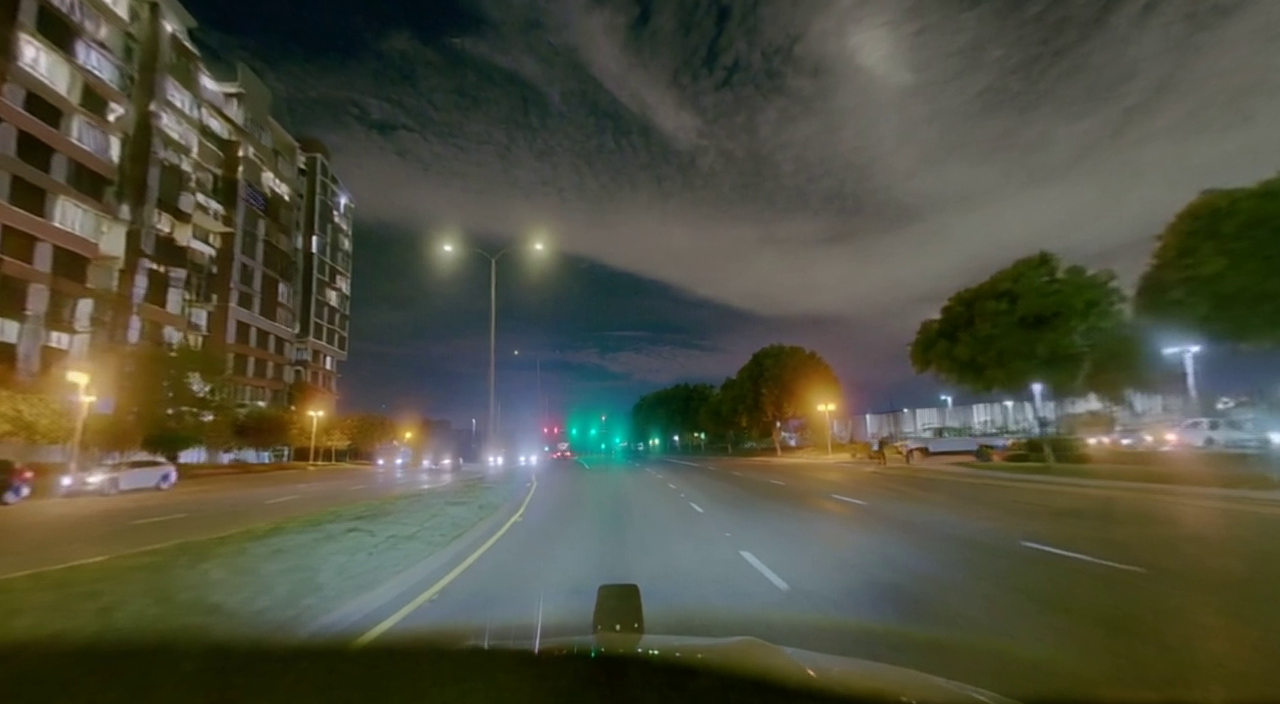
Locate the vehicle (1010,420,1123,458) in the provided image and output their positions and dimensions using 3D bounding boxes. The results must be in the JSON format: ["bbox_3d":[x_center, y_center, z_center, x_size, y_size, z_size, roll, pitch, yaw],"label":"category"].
[{"bbox_3d":[21.641,4.474,32.317,4.218,1.780,2.331,-1,-10,18],"label":"vehicle"}]

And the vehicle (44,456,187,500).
[{"bbox_3d":[-21.348,5.114,26.033,2.155,1.542,4.584,0,-9,-4],"label":"vehicle"}]

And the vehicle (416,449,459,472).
[{"bbox_3d":[-14.637,7.850,45.904,2.150,1.534,4.569,1,-9,-7],"label":"vehicle"}]

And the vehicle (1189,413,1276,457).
[{"bbox_3d":[23.820,3.387,25.471,2.219,1.587,5.047,-8,-12,42],"label":"vehicle"}]

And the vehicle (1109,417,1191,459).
[{"bbox_3d":[21.906,3.728,27.049,2.218,1.617,4.783,-9,-12,43],"label":"vehicle"}]

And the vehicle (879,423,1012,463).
[{"bbox_3d":[16.054,4.875,33.638,5.829,1.995,2.659,-3,-9,15],"label":"vehicle"}]
